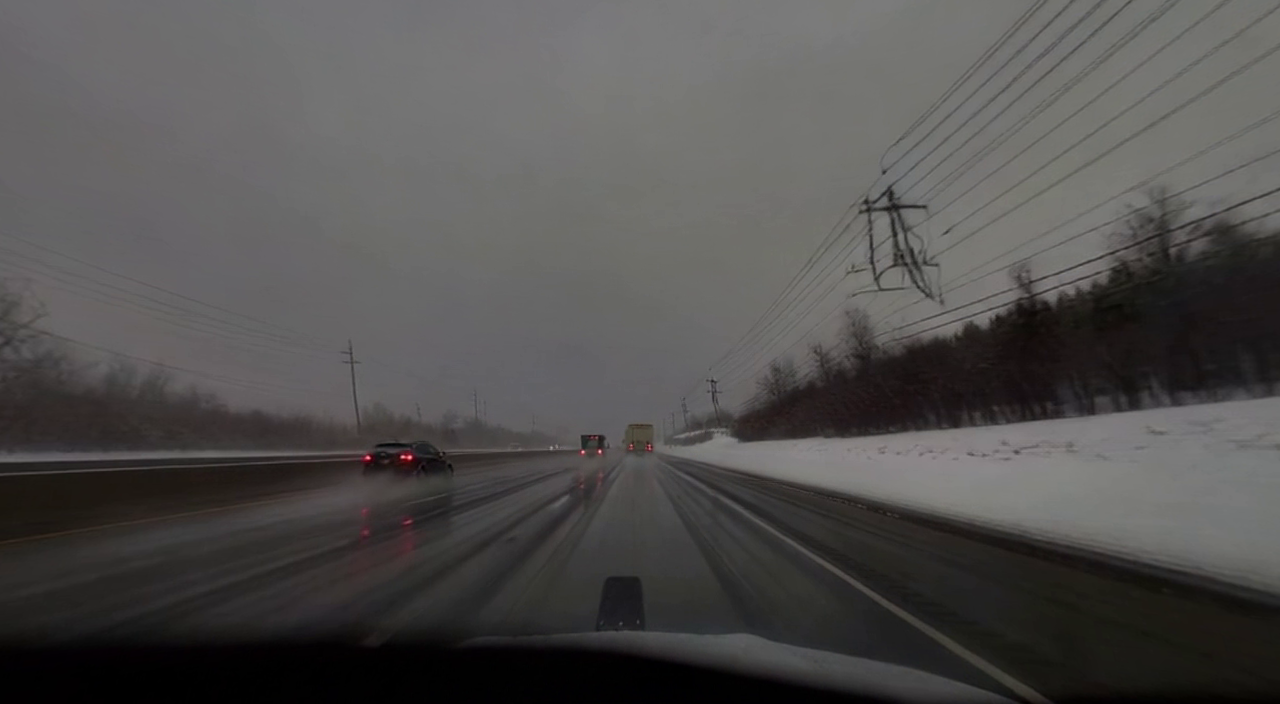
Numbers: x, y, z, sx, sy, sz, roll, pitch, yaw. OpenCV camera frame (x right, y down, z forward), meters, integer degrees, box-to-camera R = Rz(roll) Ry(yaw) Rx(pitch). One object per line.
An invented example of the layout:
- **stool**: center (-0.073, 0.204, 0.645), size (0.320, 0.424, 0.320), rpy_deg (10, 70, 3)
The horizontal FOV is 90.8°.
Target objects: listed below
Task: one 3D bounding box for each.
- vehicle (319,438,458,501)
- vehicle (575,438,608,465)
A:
- **vehicle**: center (-6.986, 3.307, 18.187), size (2.066, 1.558, 4.607), rpy_deg (0, -9, 0)
- **vehicle**: center (-3.725, 7.780, 49.384), size (2.207, 1.949, 4.911), rpy_deg (0, -9, 0)
